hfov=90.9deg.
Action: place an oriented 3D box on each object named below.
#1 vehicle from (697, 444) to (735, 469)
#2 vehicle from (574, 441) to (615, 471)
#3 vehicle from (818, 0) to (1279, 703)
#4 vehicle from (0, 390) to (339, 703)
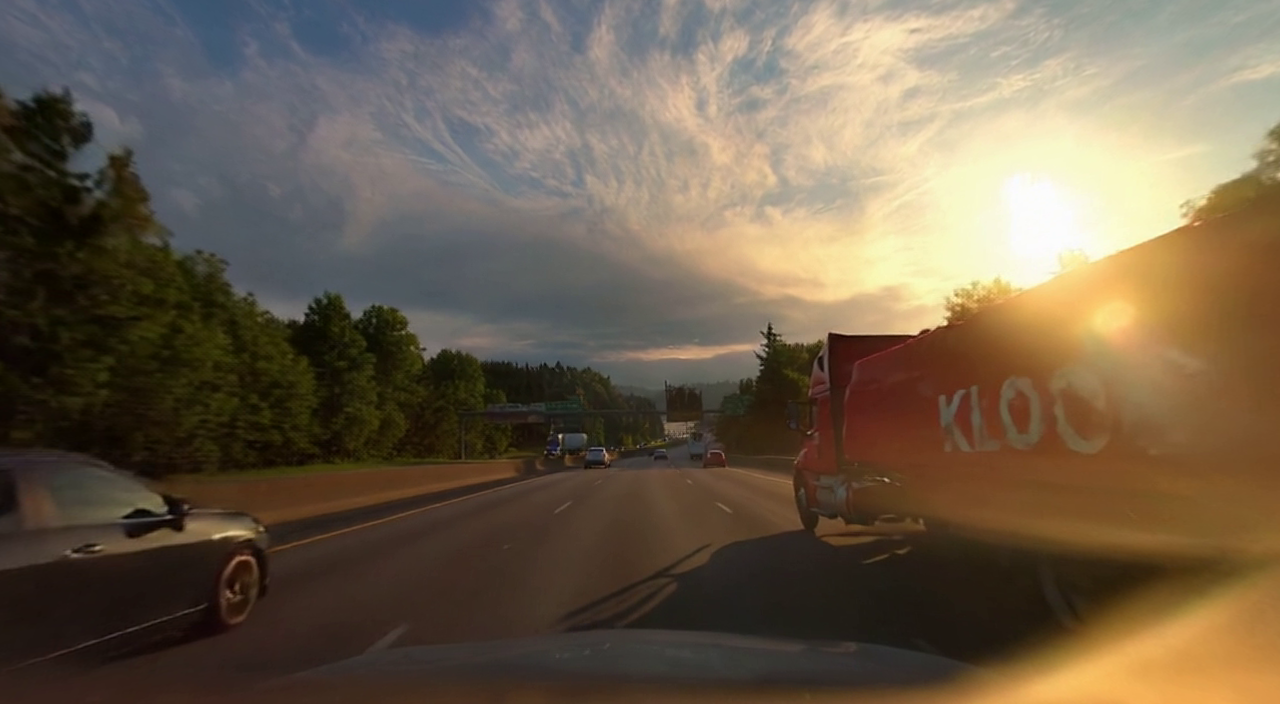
[{"bbox_3d":[5.124,7.127,43.094,2.176,1.598,3.878,0,-9,1],"label":"vehicle"},{"bbox_3d":[-2.665,6.213,37.694,2.017,1.683,4.309,-1,-9,2],"label":"vehicle"},{"bbox_3d":[4.309,-0.069,4.500,2.914,3.998,11.103,0,-9,1],"label":"vehicle"},{"bbox_3d":[-3.356,0.923,2.328,2.085,1.530,4.809,0,-9,0],"label":"vehicle"}]
